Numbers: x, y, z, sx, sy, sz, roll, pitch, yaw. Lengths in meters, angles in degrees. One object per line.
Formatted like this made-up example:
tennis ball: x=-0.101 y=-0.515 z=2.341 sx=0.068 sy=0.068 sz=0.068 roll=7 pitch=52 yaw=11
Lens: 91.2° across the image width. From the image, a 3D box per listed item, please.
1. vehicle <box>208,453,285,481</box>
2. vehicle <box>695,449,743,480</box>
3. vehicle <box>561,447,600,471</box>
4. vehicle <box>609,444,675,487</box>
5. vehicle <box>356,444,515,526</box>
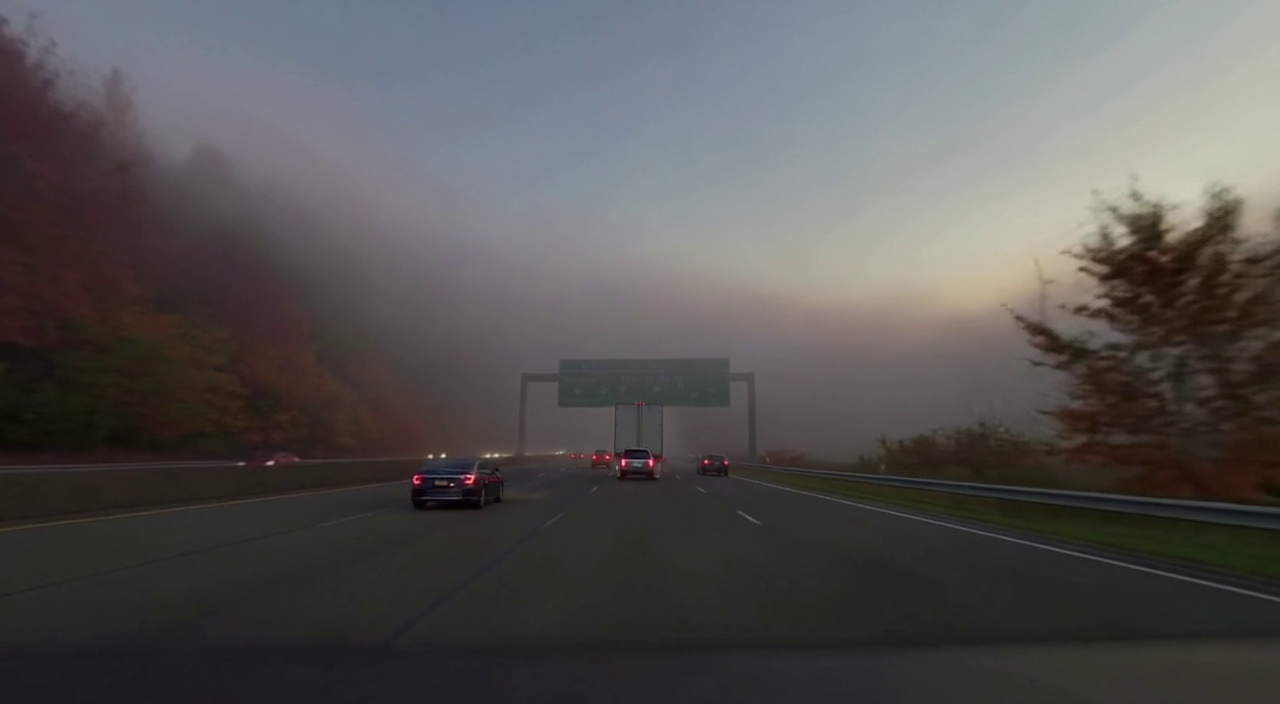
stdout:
vehicle: x=-22.220 y=6.483 z=35.524 sx=1.777 sy=1.473 sz=3.876 roll=0 pitch=-9 yaw=1
vehicle: x=4.249 y=6.118 z=34.460 sx=2.035 sy=1.571 sz=4.413 roll=0 pitch=-9 yaw=-1
vehicle: x=-4.377 y=7.996 z=46.959 sx=2.545 sy=1.679 sz=4.267 roll=0 pitch=-9 yaw=0
vehicle: x=0.072 y=4.828 z=27.013 sx=2.634 sy=1.679 sz=4.070 roll=0 pitch=-9 yaw=0
vehicle: x=-4.136 y=2.743 z=13.499 sx=2.017 sy=1.469 sz=4.113 roll=0 pitch=-9 yaw=0
